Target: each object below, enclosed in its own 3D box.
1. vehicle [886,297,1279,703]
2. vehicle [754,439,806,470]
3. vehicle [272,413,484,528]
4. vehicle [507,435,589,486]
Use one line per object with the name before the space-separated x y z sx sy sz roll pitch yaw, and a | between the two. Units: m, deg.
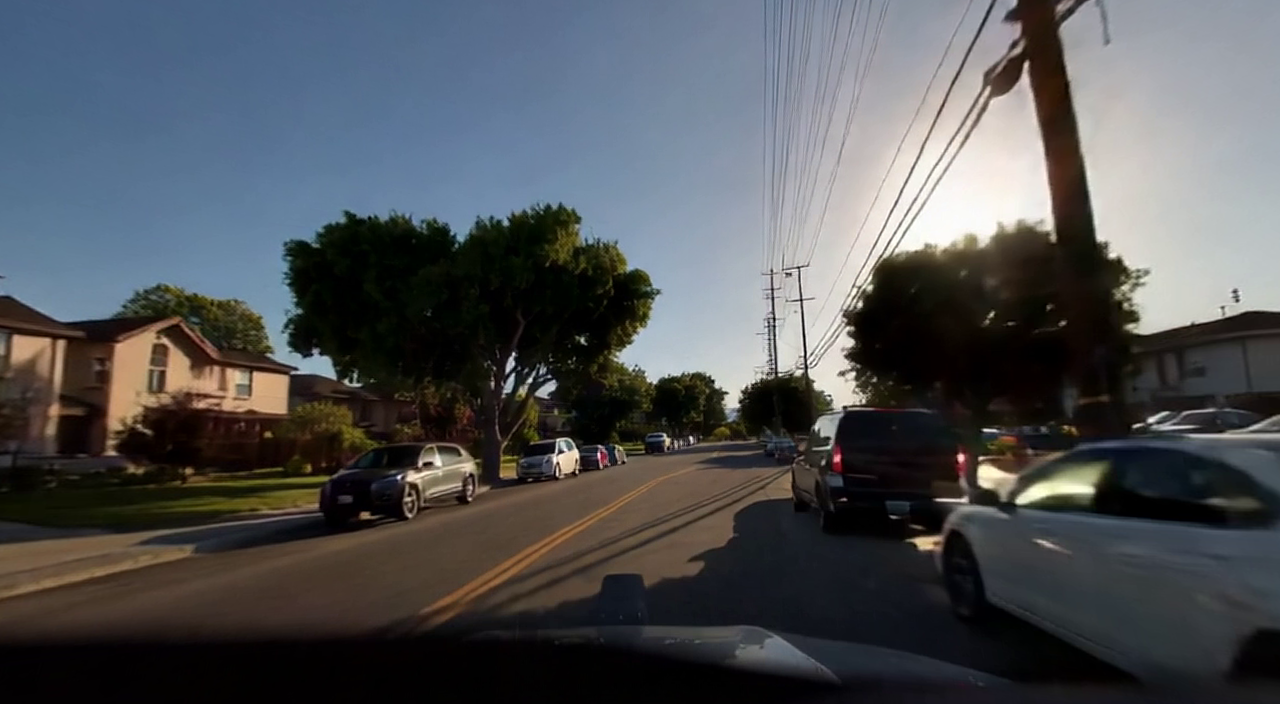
vehicle | 3.230 0.964 3.549 2.032 1.810 5.047 -1 -9 5
vehicle | 7.120 5.270 32.638 2.108 1.493 4.878 -1 -9 7
vehicle | -5.675 2.743 14.754 2.353 2.037 5.358 -4 -11 4
vehicle | -3.813 4.621 27.213 2.192 1.873 4.985 -4 -9 7
